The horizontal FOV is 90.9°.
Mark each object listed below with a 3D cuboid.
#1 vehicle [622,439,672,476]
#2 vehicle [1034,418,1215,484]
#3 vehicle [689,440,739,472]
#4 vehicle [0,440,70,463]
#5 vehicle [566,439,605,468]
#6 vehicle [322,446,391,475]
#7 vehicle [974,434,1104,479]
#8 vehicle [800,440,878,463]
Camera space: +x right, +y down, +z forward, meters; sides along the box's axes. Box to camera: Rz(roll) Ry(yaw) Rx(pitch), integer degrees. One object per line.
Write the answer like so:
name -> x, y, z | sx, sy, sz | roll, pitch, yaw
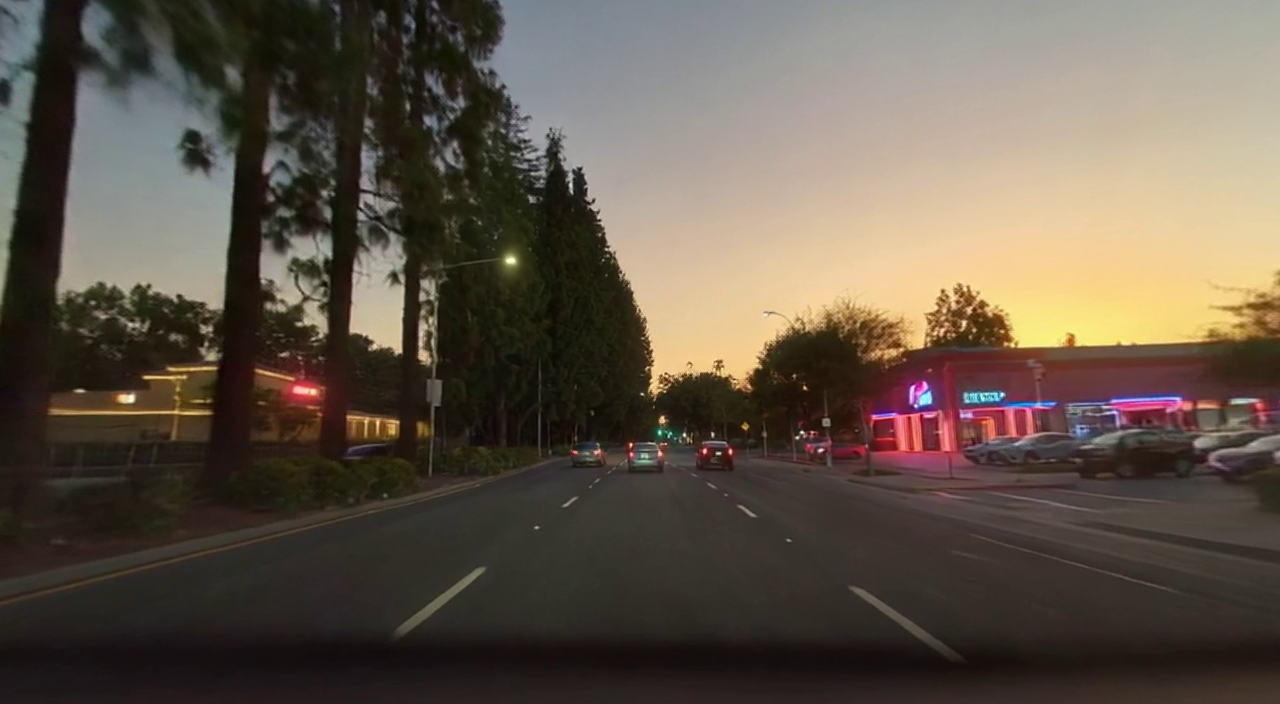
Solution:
vehicle -> 0.276, 4.637, 27.989 | 2.059, 1.477, 4.216 | 0, -8, 0
vehicle -> 17.450, 3.632, 23.232 | 2.131, 2.070, 5.579 | -1, -8, -1
vehicle -> 3.627, 5.227, 31.816 | 2.012, 1.462, 4.400 | 0, -8, 0
vehicle -> -45.390, 7.351, 46.715 | 2.029, 1.654, 4.555 | 0, -8, -2
vehicle -> -3.223, 6.127, 38.206 | 1.995, 1.607, 4.086 | 0, -8, 0
vehicle -> -15.657, 5.987, 35.088 | 1.796, 1.466, 4.362 | 0, -8, 1
vehicle -> 15.038, 3.951, 24.133 | 2.099, 1.526, 4.555 | -1, -8, 2
vehicle -> 13.053, 6.550, 41.617 | 4.622, 1.469, 1.934 | -2, -9, 10
